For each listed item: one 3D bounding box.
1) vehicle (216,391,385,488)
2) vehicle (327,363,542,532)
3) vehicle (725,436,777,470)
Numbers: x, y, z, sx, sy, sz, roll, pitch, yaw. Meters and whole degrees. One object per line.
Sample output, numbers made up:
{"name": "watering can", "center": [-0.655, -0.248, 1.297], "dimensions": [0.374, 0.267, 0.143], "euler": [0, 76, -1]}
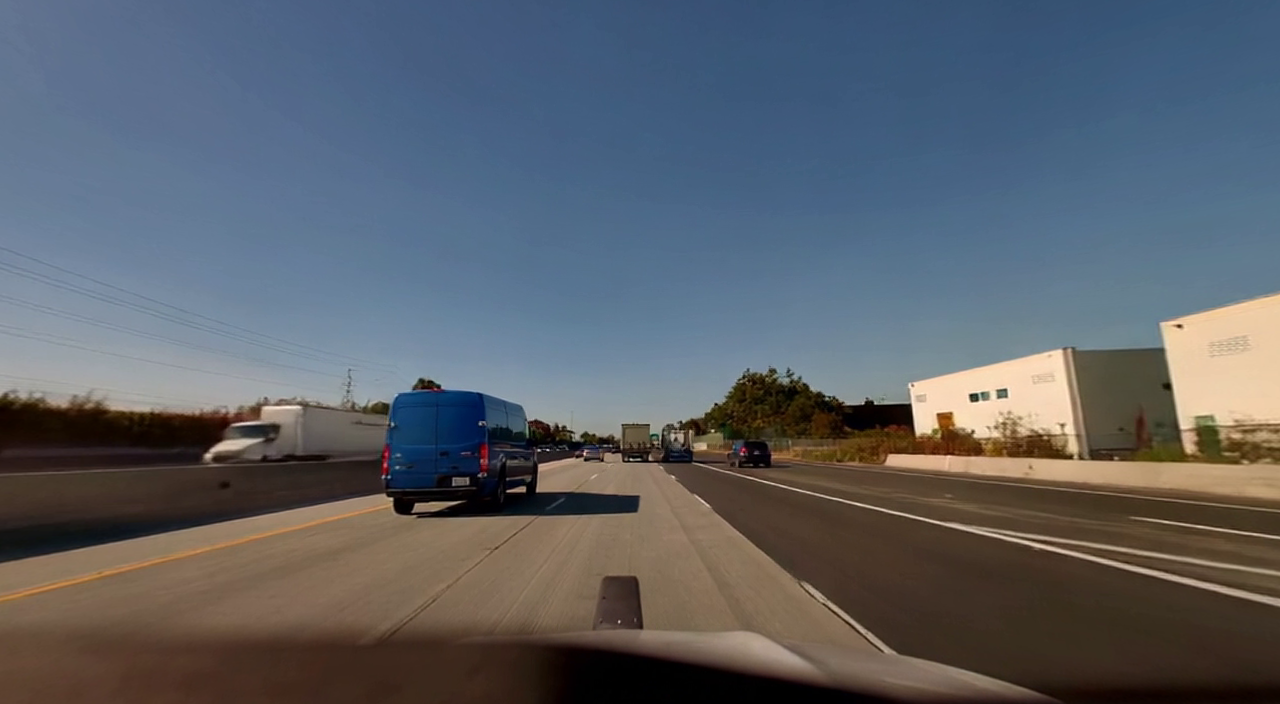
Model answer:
{"name": "vehicle", "center": [-16.238, 4.397, 31.424], "dimensions": [3.117, 4.010, 9.274], "euler": [-1, -9, 1]}
{"name": "vehicle", "center": [-3.993, 2.108, 14.146], "dimensions": [2.557, 2.855, 6.674], "euler": [0, -9, 0]}
{"name": "vehicle", "center": [6.912, 6.384, 40.168], "dimensions": [2.216, 1.918, 5.742], "euler": [0, -9, 0]}
